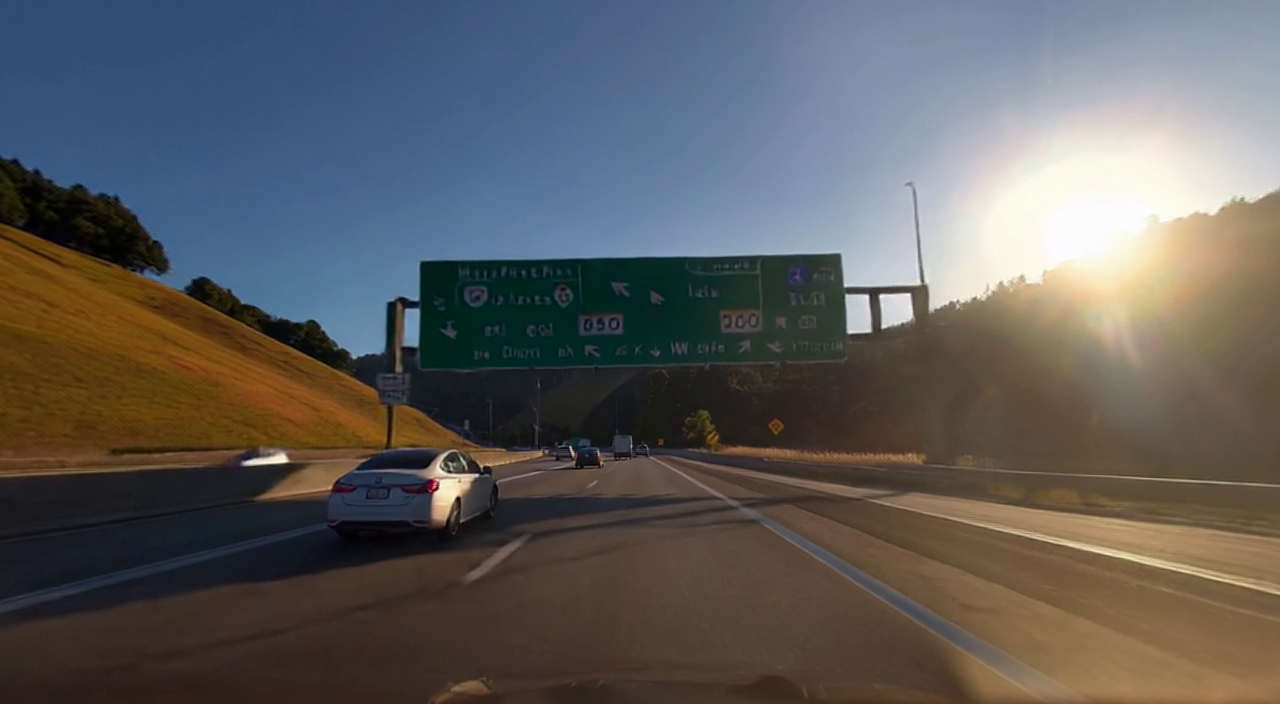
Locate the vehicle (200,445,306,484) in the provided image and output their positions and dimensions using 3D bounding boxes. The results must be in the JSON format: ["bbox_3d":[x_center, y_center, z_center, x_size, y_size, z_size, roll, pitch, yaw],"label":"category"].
[{"bbox_3d":[-15.949,4.644,26.284,1.863,1.443,4.026,0,-9,0],"label":"vehicle"}]

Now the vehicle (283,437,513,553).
[{"bbox_3d":[-3.542,2.174,10.335,1.988,1.440,4.504,0,-9,0],"label":"vehicle"}]

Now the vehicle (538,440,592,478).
[{"bbox_3d":[-3.607,5.243,31.118,2.073,1.694,4.162,-1,-9,1],"label":"vehicle"}]
